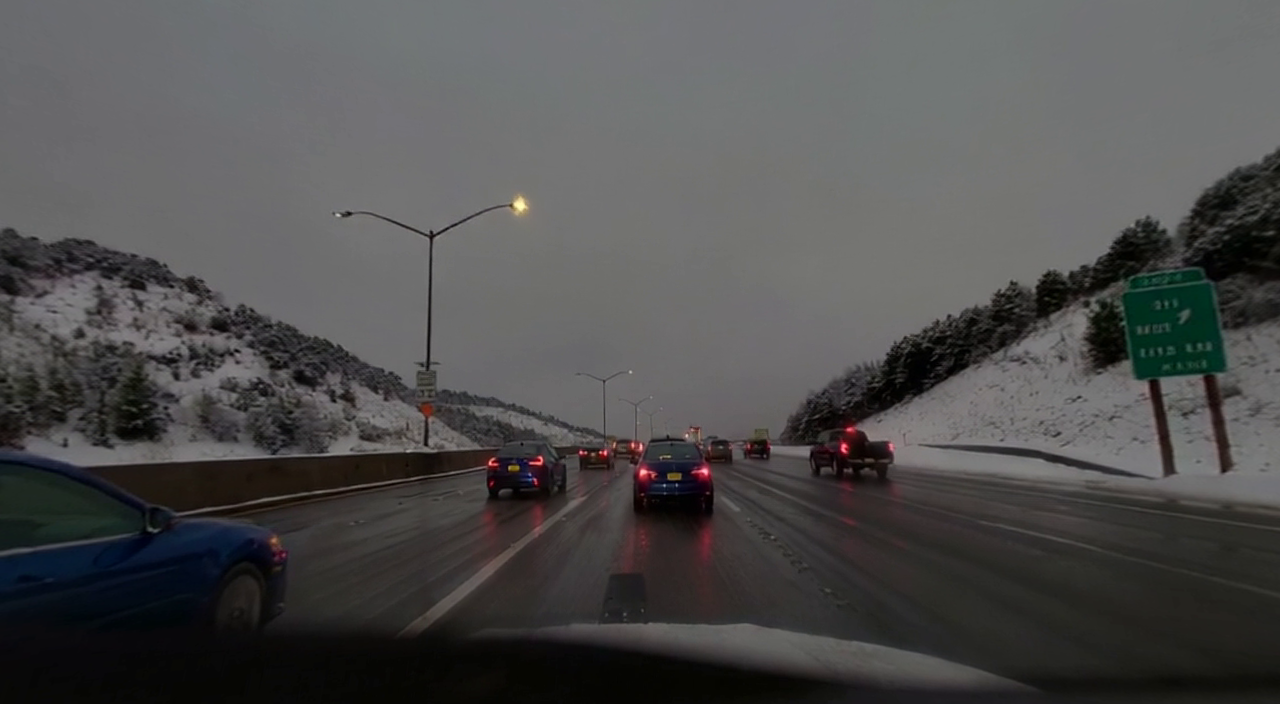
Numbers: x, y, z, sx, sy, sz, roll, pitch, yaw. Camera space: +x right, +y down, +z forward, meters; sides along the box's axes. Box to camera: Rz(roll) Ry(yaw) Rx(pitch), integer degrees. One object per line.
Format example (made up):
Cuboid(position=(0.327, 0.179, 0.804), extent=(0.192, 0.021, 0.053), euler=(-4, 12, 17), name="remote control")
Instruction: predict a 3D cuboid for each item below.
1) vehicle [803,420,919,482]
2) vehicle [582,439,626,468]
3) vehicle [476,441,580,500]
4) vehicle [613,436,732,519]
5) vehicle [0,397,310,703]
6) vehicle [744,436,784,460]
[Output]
Cuboid(position=(7.296, 3.320, 21.474), extent=(2.210, 1.831, 4.843), euler=(-1, -8, 1), name="vehicle")
Cuboid(position=(-2.038, 5.910, 37.031), extent=(2.034, 1.572, 4.444), euler=(-1, -8, 3), name="vehicle")
Cuboid(position=(-3.006, 3.283, 18.011), extent=(2.017, 1.446, 4.384), euler=(-1, -8, 2), name="vehicle")
Cuboid(position=(0.642, 2.492, 13.071), extent=(2.072, 1.431, 3.904), euler=(-1, -8, 2), name="vehicle")
Cuboid(position=(-3.428, 0.933, 2.314), extent=(2.033, 1.513, 4.333), euler=(-1, -8, 1), name="vehicle")
Cuboid(position=(8.868, 6.869, 45.394), extent=(2.032, 1.580, 4.928), euler=(-1, -8, 2), name="vehicle")
